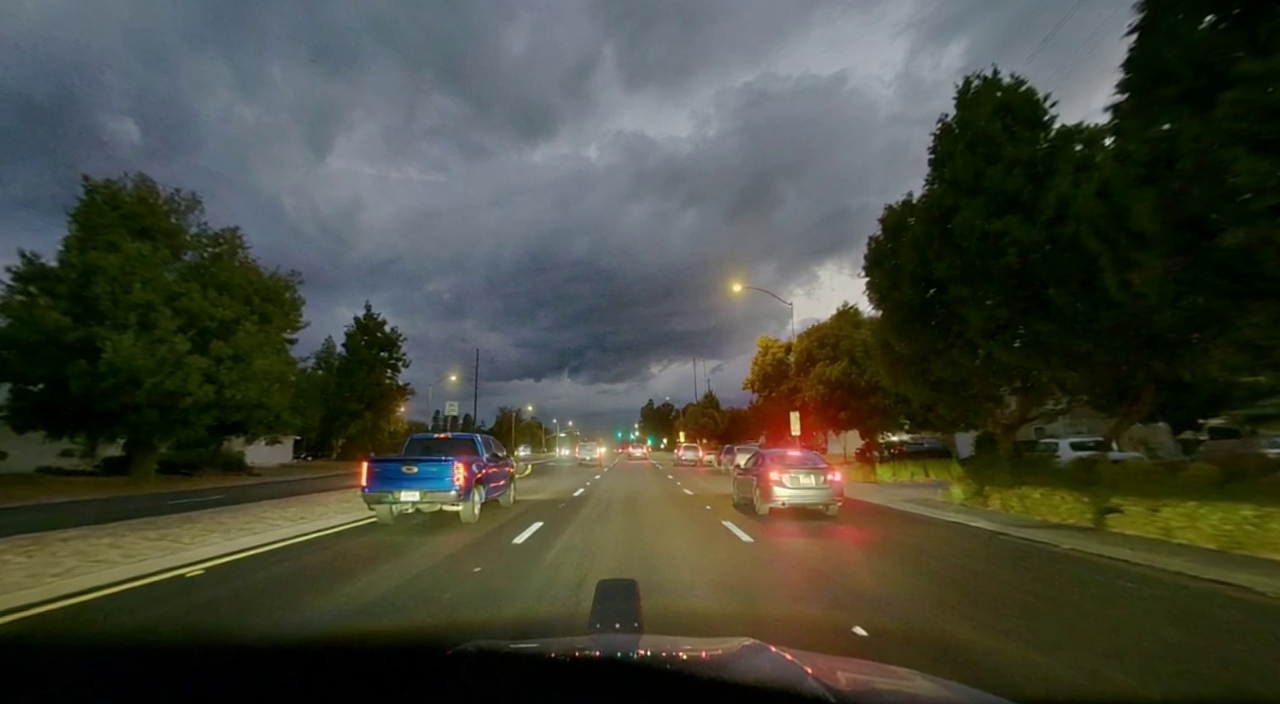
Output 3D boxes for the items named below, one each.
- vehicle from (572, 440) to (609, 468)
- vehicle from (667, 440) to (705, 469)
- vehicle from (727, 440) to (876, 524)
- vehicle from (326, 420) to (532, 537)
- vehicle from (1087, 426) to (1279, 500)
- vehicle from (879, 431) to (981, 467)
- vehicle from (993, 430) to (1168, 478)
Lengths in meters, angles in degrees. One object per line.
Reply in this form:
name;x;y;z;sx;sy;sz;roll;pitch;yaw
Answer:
vehicle;-3.381;7.095;44.225;2.218;1.829;4.492;0;-8;0
vehicle;3.076;6.908;42.819;2.099;1.845;4.363;0;-8;-2
vehicle;3.133;2.596;13.237;1.884;1.463;4.195;0;-8;-2
vehicle;-3.645;2.309;12.252;2.111;1.745;5.274;0;-8;1
vehicle;13.800;2.674;15.440;4.227;1.669;1.884;0;-8;0
vehicle;15.118;5.060;33.098;4.320;1.792;1.989;0;-8;-1
vehicle;14.797;3.422;21.358;4.634;1.507;1.928;1;-8;-7
